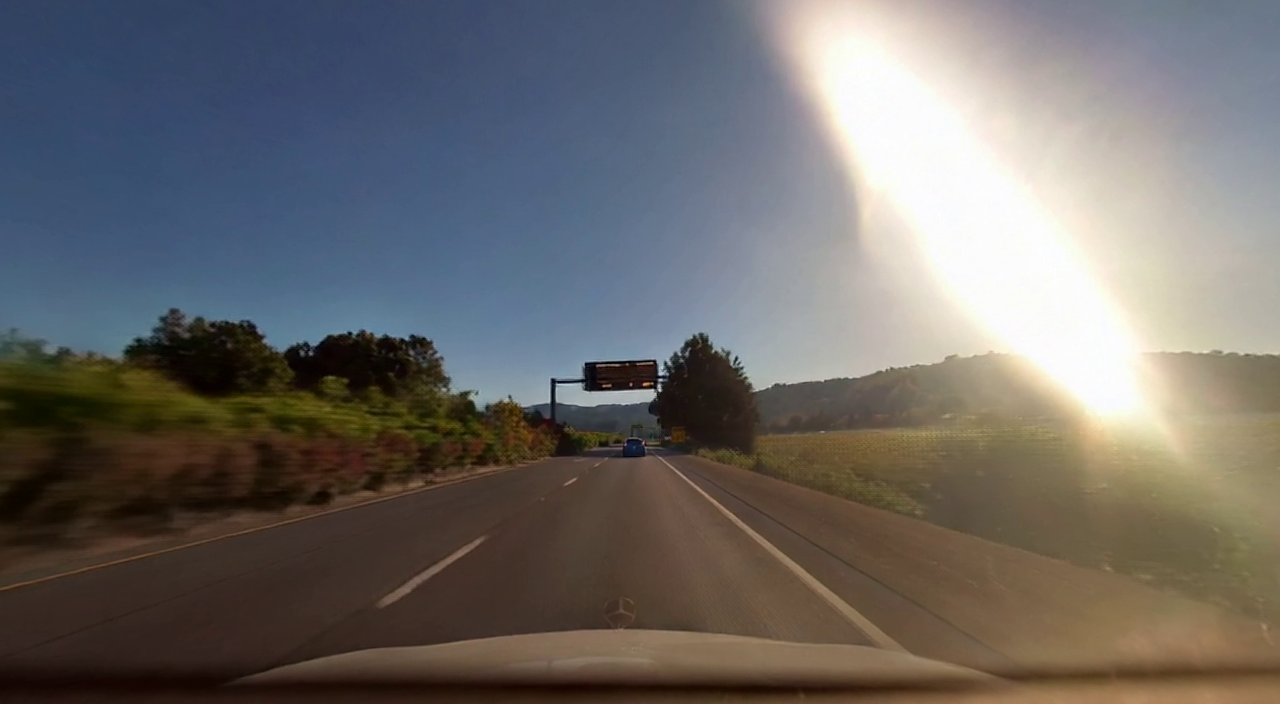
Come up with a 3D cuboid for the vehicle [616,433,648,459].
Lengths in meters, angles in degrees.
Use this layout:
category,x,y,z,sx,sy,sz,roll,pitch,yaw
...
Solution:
category,x,y,z,sx,sy,sz,roll,pitch,yaw
vehicle,-0.594,6.682,44.741,2.180,1.717,4.139,0,-8,-1
